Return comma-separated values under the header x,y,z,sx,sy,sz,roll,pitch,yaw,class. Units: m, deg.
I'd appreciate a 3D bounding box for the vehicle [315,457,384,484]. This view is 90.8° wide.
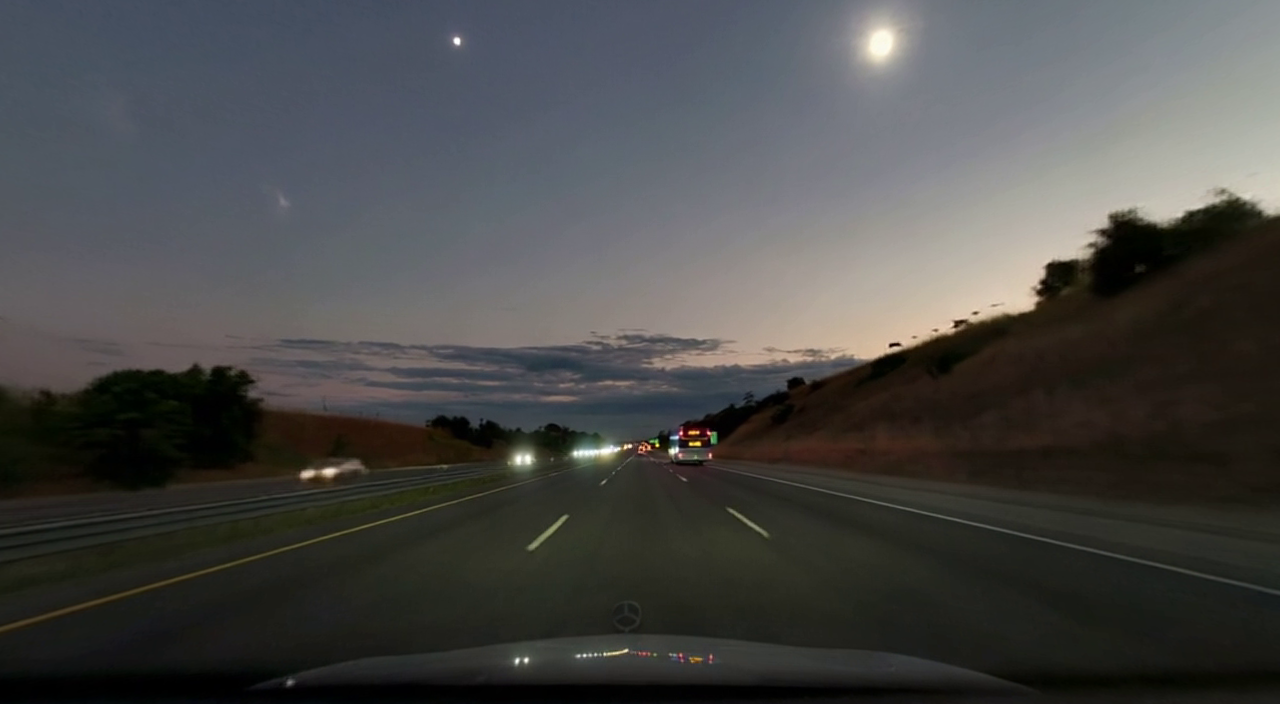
x,y,z,sx,sy,sz,roll,pitch,yaw,class
-16.518,6.720,36.124,1.926,1.385,4.054,0,-9,1,vehicle
